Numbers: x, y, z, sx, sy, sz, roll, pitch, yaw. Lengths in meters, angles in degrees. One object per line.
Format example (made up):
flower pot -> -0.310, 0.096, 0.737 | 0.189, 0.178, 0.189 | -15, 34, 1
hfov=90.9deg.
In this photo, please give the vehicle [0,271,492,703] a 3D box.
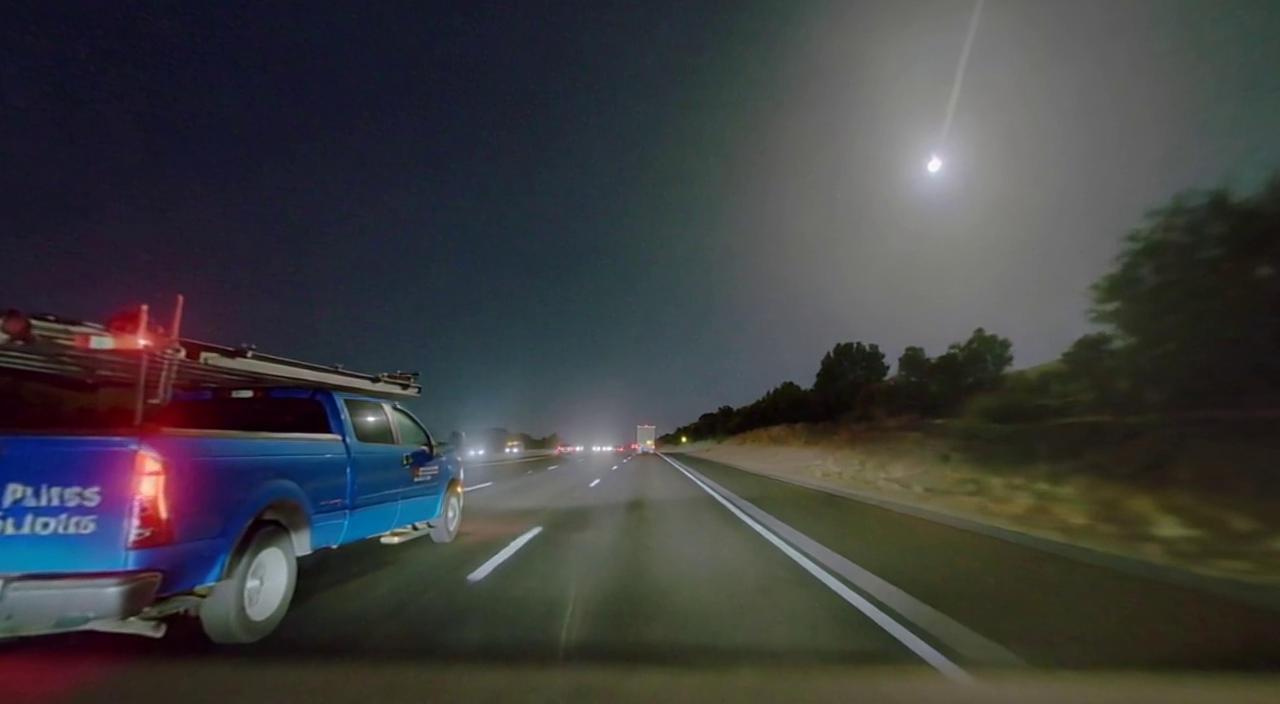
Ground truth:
vehicle -> -3.806, 1.195, 6.686 | 2.791, 2.330, 6.725 | -1, -8, 0
